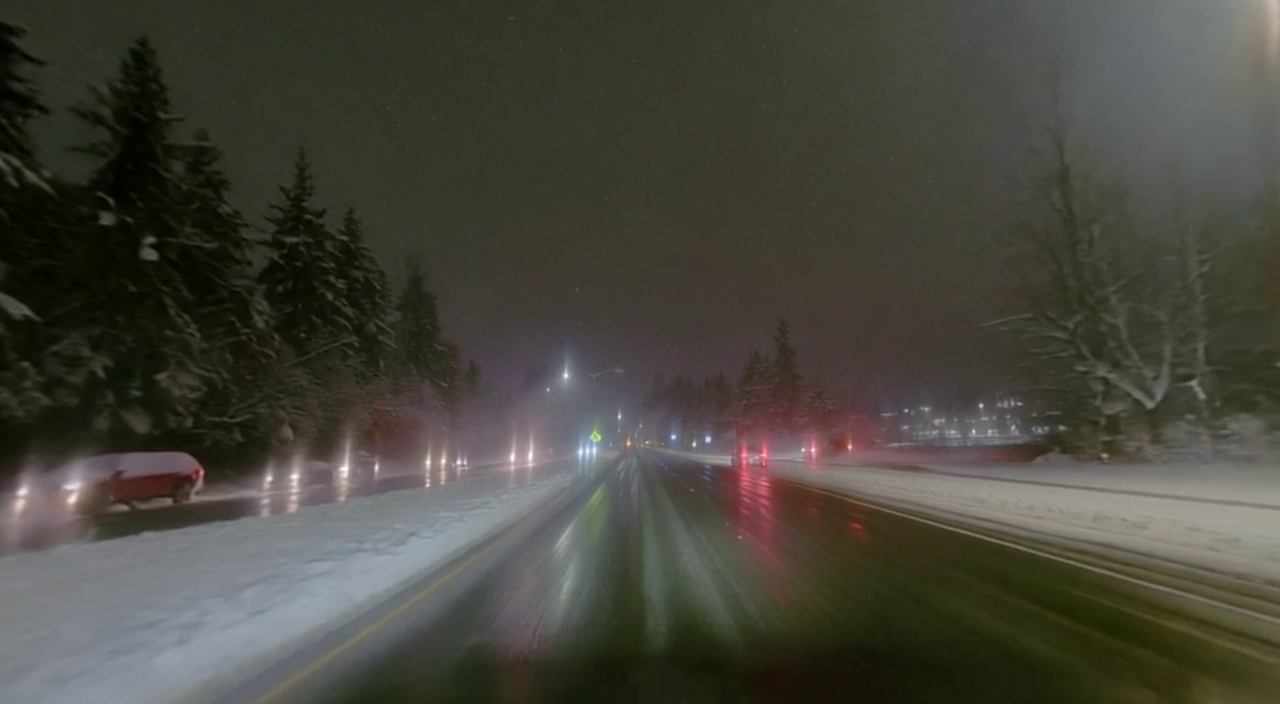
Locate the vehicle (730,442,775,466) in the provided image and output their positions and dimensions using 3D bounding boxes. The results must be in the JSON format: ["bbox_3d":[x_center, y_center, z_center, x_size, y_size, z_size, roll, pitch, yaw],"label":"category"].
[{"bbox_3d":[7.308,6.696,41.542,1.961,1.465,4.468,0,-8,-2],"label":"vehicle"}]

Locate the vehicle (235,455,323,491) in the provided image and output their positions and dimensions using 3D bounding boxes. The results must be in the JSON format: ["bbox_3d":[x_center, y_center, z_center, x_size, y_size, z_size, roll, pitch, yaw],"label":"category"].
[{"bbox_3d":[-17.865,5.975,31.499,1.851,1.563,4.336,0,-8,0],"label":"vehicle"}]

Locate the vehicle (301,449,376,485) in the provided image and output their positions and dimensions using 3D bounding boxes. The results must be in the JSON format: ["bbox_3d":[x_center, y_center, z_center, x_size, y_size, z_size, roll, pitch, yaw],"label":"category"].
[{"bbox_3d":[-17.790,6.771,37.601,1.926,1.684,5.378,-3,-7,-1],"label":"vehicle"}]

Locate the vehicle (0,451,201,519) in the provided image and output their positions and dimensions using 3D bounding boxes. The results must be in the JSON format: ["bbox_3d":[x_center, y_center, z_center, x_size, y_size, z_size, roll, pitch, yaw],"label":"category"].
[{"bbox_3d":[-17.705,4.281,21.138,1.999,1.875,5.842,0,-8,-2],"label":"vehicle"}]
